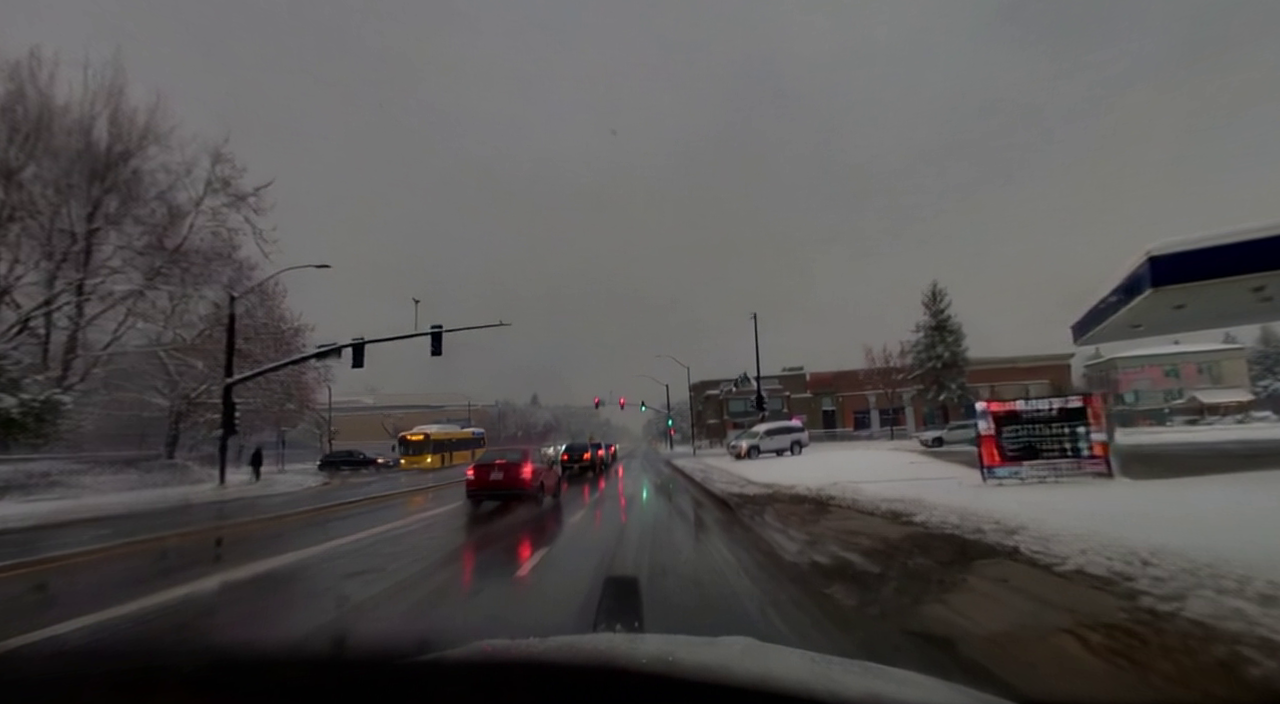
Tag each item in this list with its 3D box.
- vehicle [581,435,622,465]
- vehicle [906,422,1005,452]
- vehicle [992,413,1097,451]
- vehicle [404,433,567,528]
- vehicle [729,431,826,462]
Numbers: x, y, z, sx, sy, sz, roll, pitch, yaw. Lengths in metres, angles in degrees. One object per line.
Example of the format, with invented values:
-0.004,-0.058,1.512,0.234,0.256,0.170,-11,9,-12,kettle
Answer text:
-2.341,6.129,39.030,2.365,1.751,3.904,0,-9,0,vehicle
16.531,4.515,32.965,4.064,1.507,2.078,0,-9,1,vehicle
21.135,4.198,32.860,4.172,1.687,1.773,-4,-9,-1,vehicle
-2.745,2.404,12.231,2.092,1.507,4.078,0,-9,1,vehicle
7.593,5.270,35.045,4.894,1.451,2.089,-3,-8,1,vehicle
